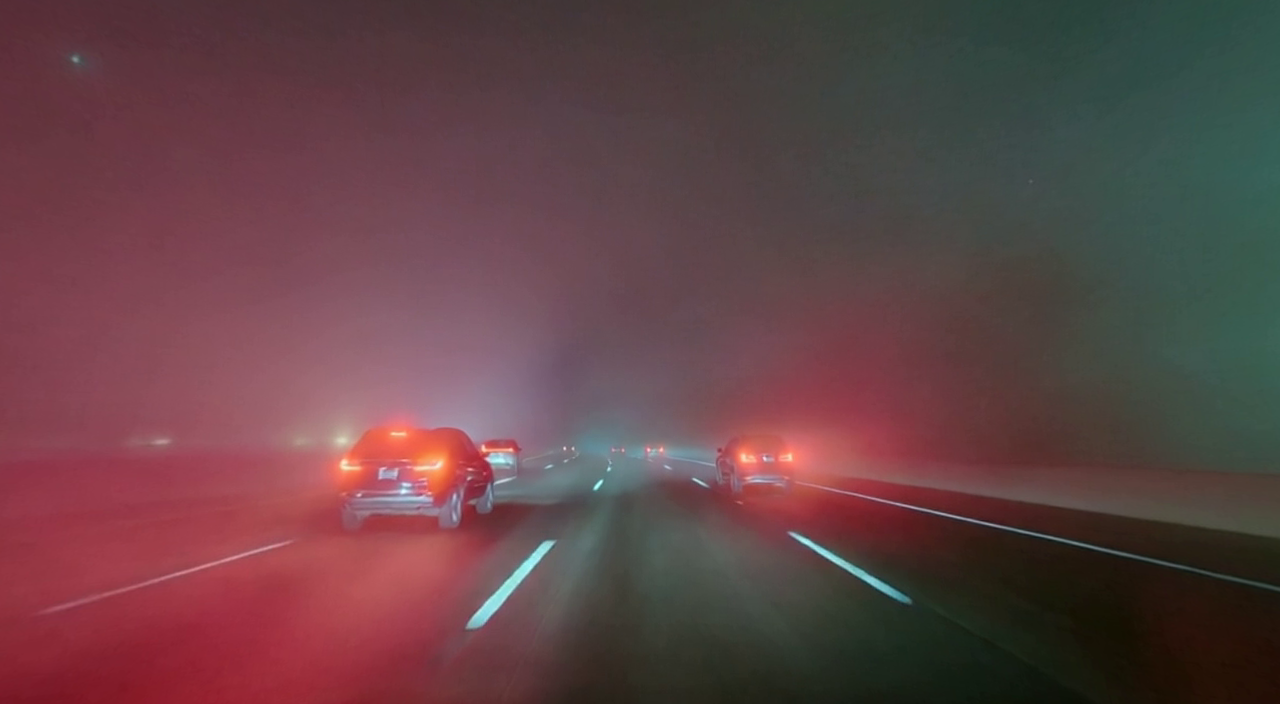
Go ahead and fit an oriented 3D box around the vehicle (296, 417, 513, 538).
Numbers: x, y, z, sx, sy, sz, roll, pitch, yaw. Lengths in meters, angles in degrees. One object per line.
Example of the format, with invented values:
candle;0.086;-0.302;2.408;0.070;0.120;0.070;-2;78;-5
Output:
vehicle;-3.898;2.168;11.502;2.214;1.743;4.465;0;-8;0

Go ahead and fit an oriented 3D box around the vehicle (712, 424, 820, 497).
vehicle;3.509;3.142;18.568;2.153;1.860;4.689;0;-8;-1
